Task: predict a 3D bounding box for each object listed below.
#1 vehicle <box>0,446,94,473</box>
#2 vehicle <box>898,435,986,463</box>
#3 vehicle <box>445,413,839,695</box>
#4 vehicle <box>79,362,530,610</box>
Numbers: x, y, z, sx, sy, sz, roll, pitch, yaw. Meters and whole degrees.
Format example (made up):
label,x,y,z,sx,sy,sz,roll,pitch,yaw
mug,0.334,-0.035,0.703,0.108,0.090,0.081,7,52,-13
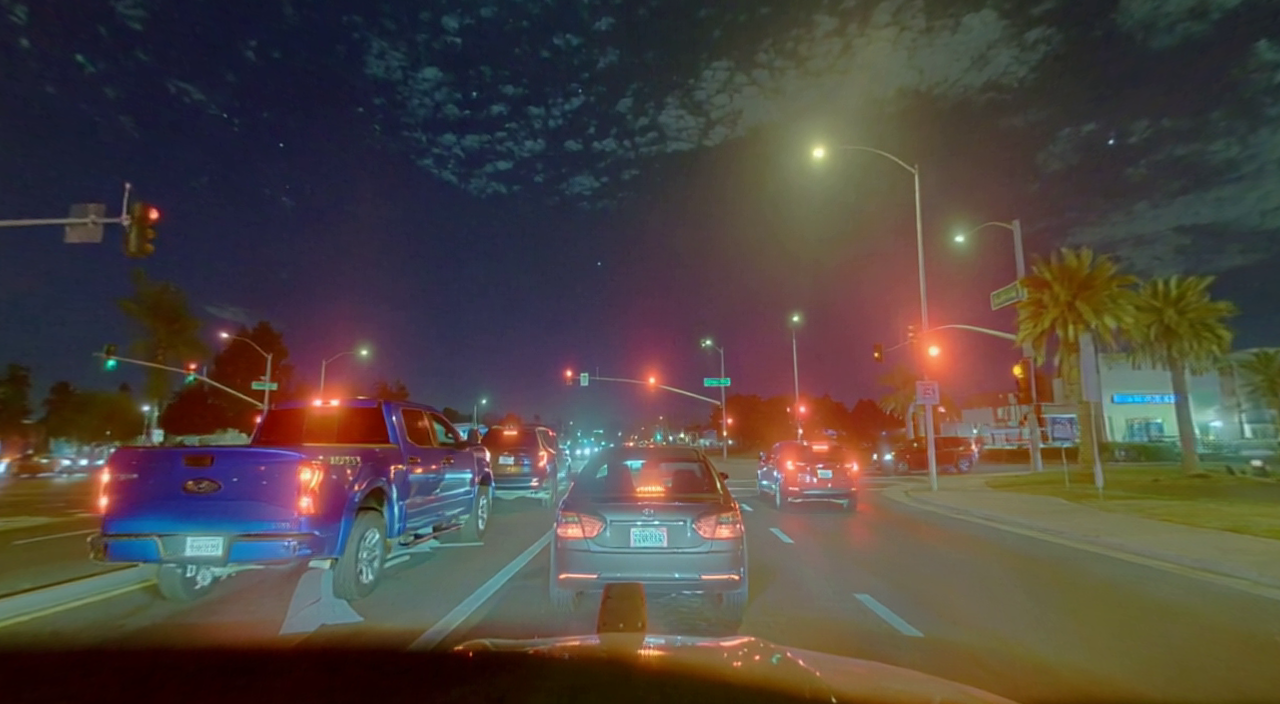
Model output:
label,x,y,z,sx,sy,sz,roll,pitch,yaw
vehicle,-37.056,6.646,38.898,4.576,1.617,1.937,0,-8,2
vehicle,18.848,6.069,39.298,4.466,1.717,1.963,0,-8,2
vehicle,0.046,1.400,5.541,2.122,1.501,4.152,0,-8,1
vehicle,-3.210,1.482,7.927,2.330,1.969,5.626,-1,-8,3
